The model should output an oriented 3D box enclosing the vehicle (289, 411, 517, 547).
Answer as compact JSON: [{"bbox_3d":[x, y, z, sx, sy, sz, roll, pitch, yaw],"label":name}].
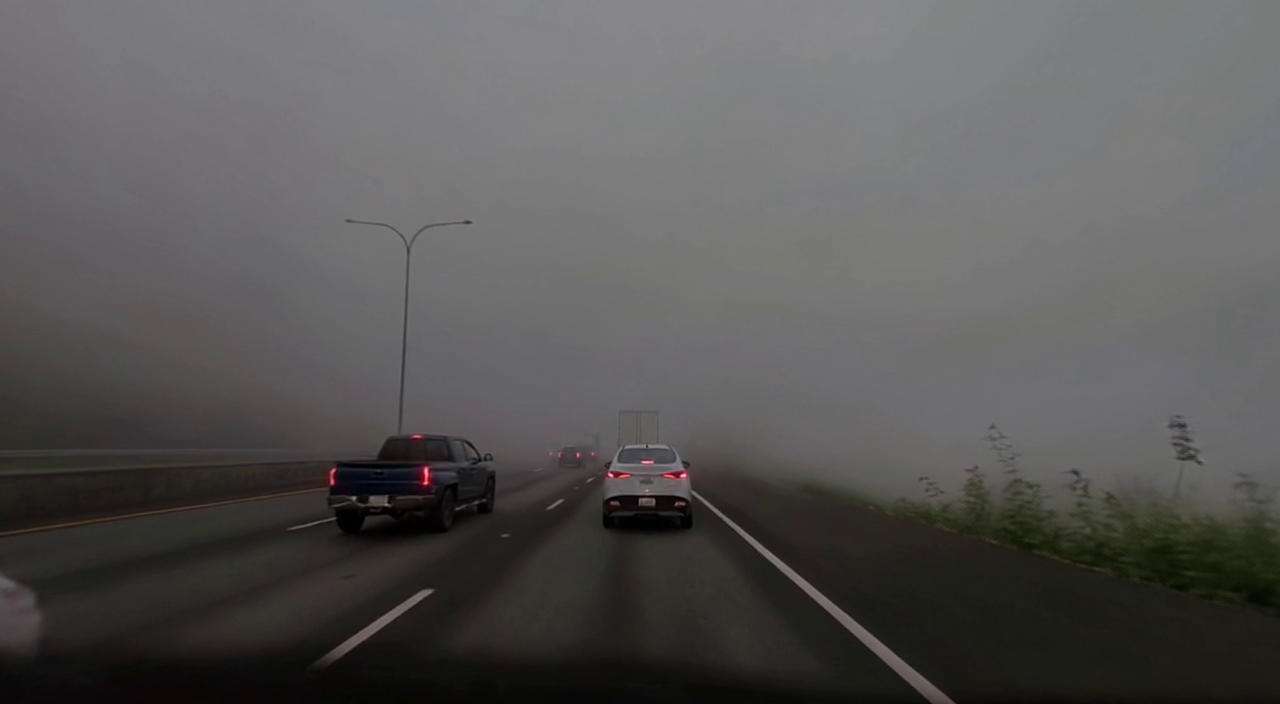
[{"bbox_3d":[-3.686,2.093,10.972,2.051,1.829,4.736,0,-9,1],"label":"vehicle"}]

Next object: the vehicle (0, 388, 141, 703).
[{"bbox_3d":[-3.414,0.645,0.779,1.980,1.491,4.340,0,-9,1],"label":"vehicle"}]

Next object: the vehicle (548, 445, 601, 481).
[{"bbox_3d":[-2.873,4.979,28.451,1.998,1.466,3.684,0,-9,0],"label":"vehicle"}]

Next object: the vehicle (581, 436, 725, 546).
[{"bbox_3d":[0.170,2.206,10.529,1.995,1.495,3.380,0,-9,0],"label":"vehicle"}]
